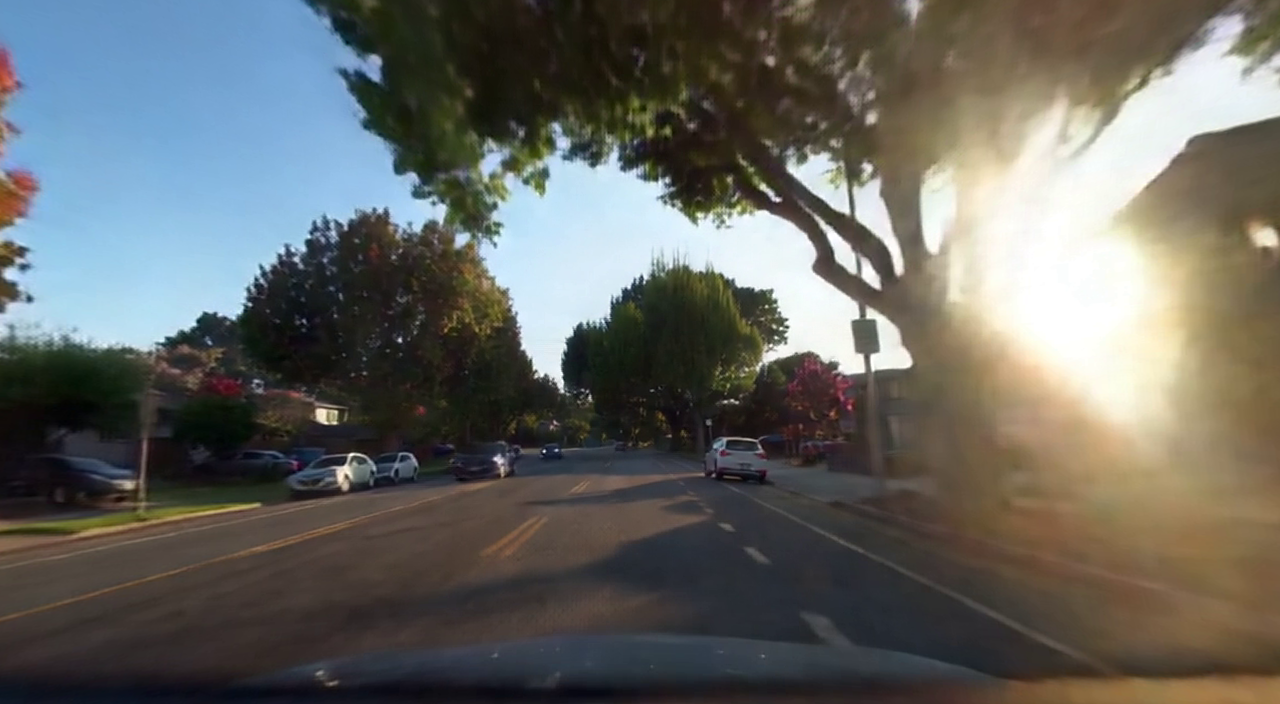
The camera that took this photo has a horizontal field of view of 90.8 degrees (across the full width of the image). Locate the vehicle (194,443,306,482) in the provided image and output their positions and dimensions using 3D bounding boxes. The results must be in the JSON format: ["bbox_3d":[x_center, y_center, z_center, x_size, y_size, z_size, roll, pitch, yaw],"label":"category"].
[{"bbox_3d":[-20.218,5.726,32.887,4.398,1.902,2.043,0,-8,1],"label":"vehicle"}]

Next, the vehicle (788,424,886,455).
[{"bbox_3d":[12.620,5.682,40.870,5.437,1.931,2.837,0,-8,1],"label":"vehicle"}]

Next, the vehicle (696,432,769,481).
[{"bbox_3d":[3.689,4.276,26.263,2.176,1.793,5.534,0,-8,0],"label":"vehicle"}]

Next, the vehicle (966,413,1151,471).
[{"bbox_3d":[13.023,2.831,19.900,4.360,1.692,2.011,0,-8,-1],"label":"vehicle"}]

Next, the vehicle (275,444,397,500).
[{"bbox_3d":[-11.066,4.359,23.487,2.293,1.836,4.586,0,-8,-1],"label":"vehicle"}]

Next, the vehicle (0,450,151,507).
[{"bbox_3d":[-18.840,4.047,20.515,4.179,1.700,2.105,0,-8,3],"label":"vehicle"}]

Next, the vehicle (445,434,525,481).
[{"bbox_3d":[-6.686,4.597,27.892,2.294,1.831,5.199,0,-8,-1],"label":"vehicle"}]
